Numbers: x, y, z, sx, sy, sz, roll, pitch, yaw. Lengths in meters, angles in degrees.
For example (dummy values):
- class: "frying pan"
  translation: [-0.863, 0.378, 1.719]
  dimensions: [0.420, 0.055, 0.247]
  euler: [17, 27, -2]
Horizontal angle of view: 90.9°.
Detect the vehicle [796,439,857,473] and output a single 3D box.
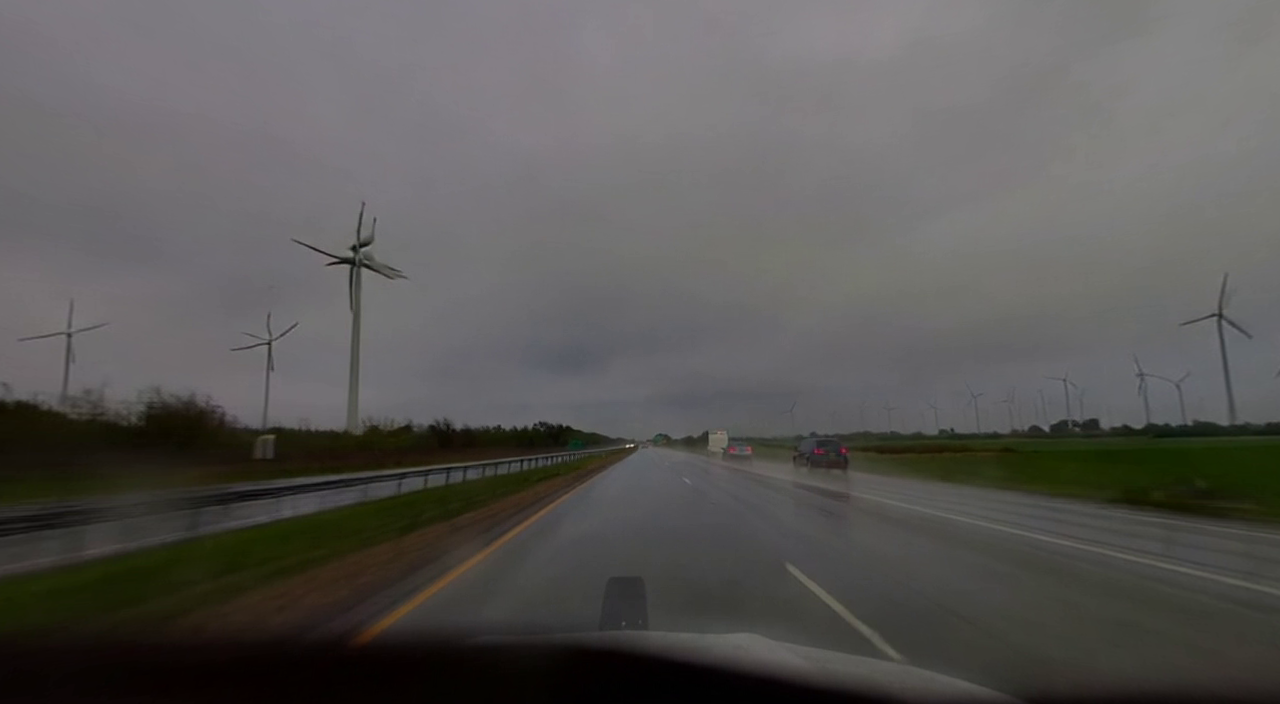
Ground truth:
- class: "vehicle"
  translation: [9.957, 5.574, 34.008]
  dimensions: [1.897, 1.669, 4.825]
  euler: [0, -9, 1]
